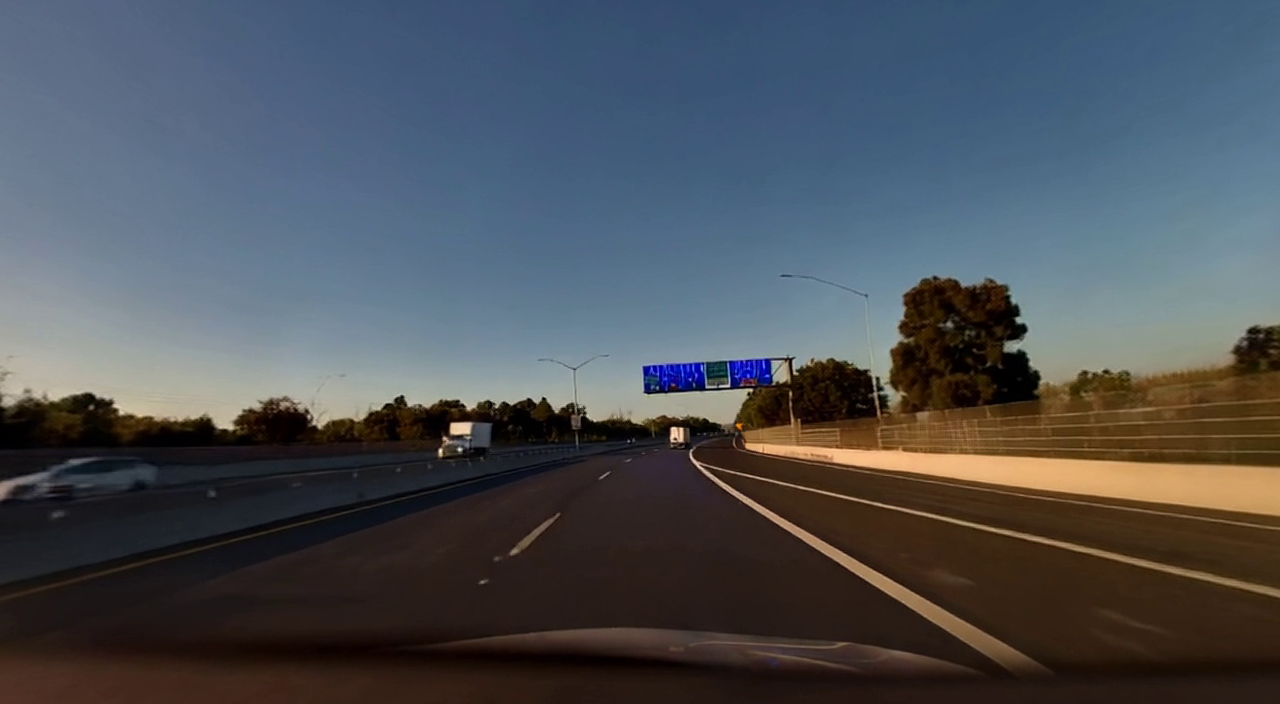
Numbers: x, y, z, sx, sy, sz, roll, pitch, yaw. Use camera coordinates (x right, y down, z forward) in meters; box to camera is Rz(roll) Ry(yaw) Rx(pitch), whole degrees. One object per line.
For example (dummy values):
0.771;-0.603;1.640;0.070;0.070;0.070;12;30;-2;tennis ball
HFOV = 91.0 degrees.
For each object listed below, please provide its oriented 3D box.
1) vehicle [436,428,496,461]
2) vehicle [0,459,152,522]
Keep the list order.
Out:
-11.353;6.061;41.384;2.174;2.049;5.156;-1;-8;4;vehicle
-15.859;3.717;17.334;1.767;1.405;3.835;0;-8;-1;vehicle
